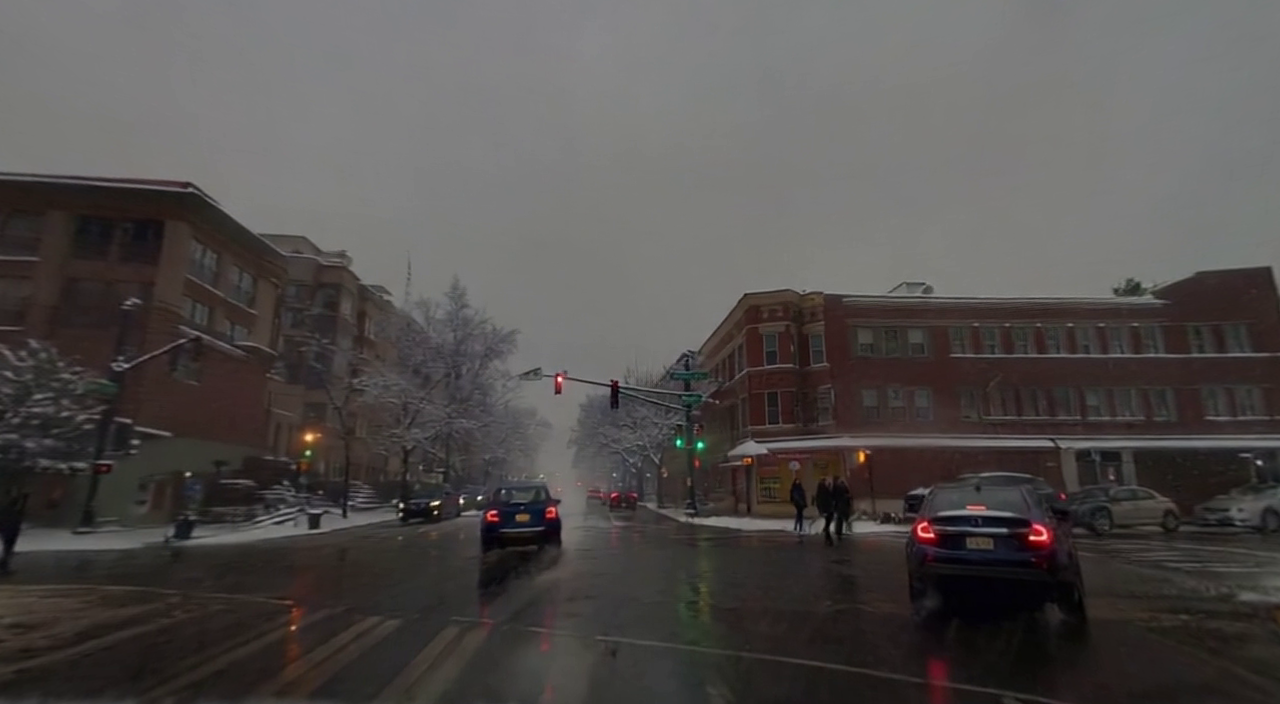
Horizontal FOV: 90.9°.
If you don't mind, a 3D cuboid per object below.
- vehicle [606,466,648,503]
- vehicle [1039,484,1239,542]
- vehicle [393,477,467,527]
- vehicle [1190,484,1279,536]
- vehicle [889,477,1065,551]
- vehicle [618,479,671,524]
[{"bbox_3d":[-0.883,8.240,39.433,2.365,1.994,4.259,0,-9,-5],"label":"vehicle"},{"bbox_3d":[18.032,5.795,22.968,5.345,1.747,2.410,0,-9,-5],"label":"vehicle"},{"bbox_3d":[-9.661,6.911,29.433,2.226,1.896,4.438,0,-9,-4],"label":"vehicle"},{"bbox_3d":[23.647,5.784,23.281,4.734,1.605,2.186,0,-9,-5],"label":"vehicle"},{"bbox_3d":[11.921,5.713,22.551,4.974,2.266,2.324,1,-9,-7],"label":"vehicle"},{"bbox_3d":[0.141,7.099,30.196,1.908,1.741,4.066,1,-9,-9],"label":"vehicle"}]
